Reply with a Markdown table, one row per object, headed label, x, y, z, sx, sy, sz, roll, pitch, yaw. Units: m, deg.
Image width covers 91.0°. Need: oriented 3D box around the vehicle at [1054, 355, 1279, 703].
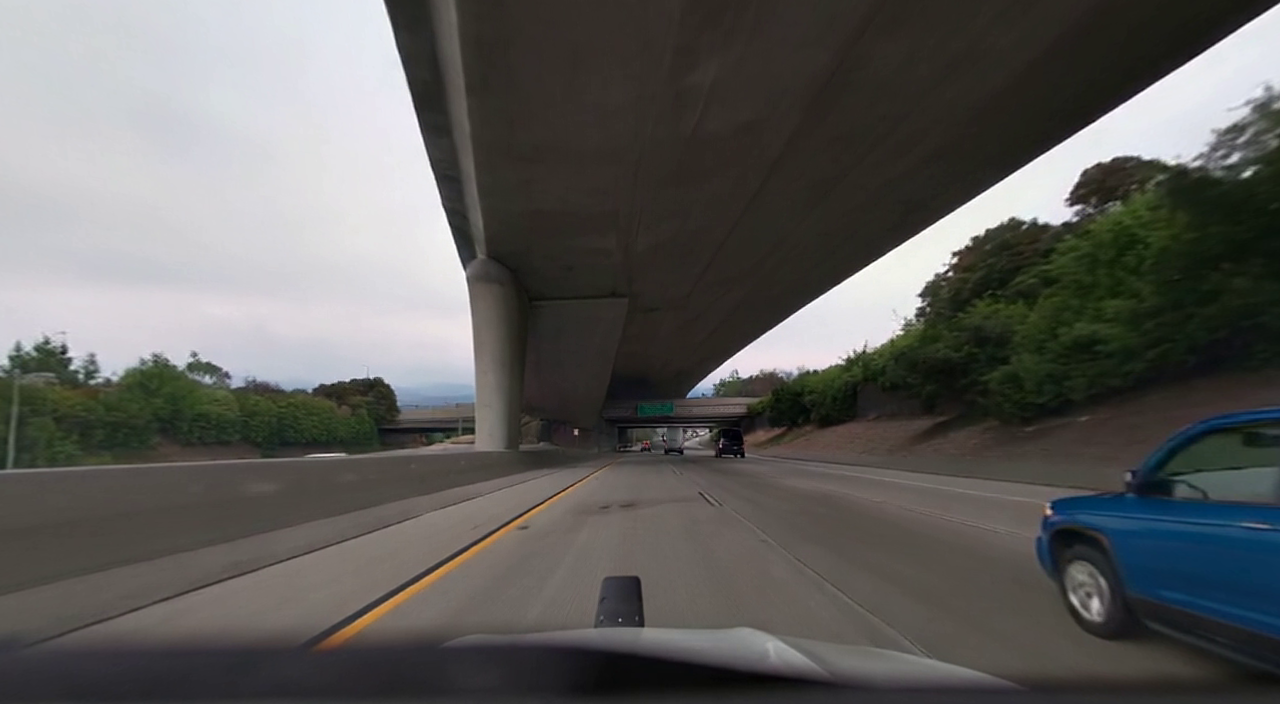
| label | x | y | z | sx | sy | sz | roll | pitch | yaw |
| --- | --- | --- | --- | --- | --- | --- | --- | --- | --- |
| vehicle | 4.038 | 0.747 | 2.139 | 2.148 | 1.691 | 4.443 | 0 | -8 | -1 |
